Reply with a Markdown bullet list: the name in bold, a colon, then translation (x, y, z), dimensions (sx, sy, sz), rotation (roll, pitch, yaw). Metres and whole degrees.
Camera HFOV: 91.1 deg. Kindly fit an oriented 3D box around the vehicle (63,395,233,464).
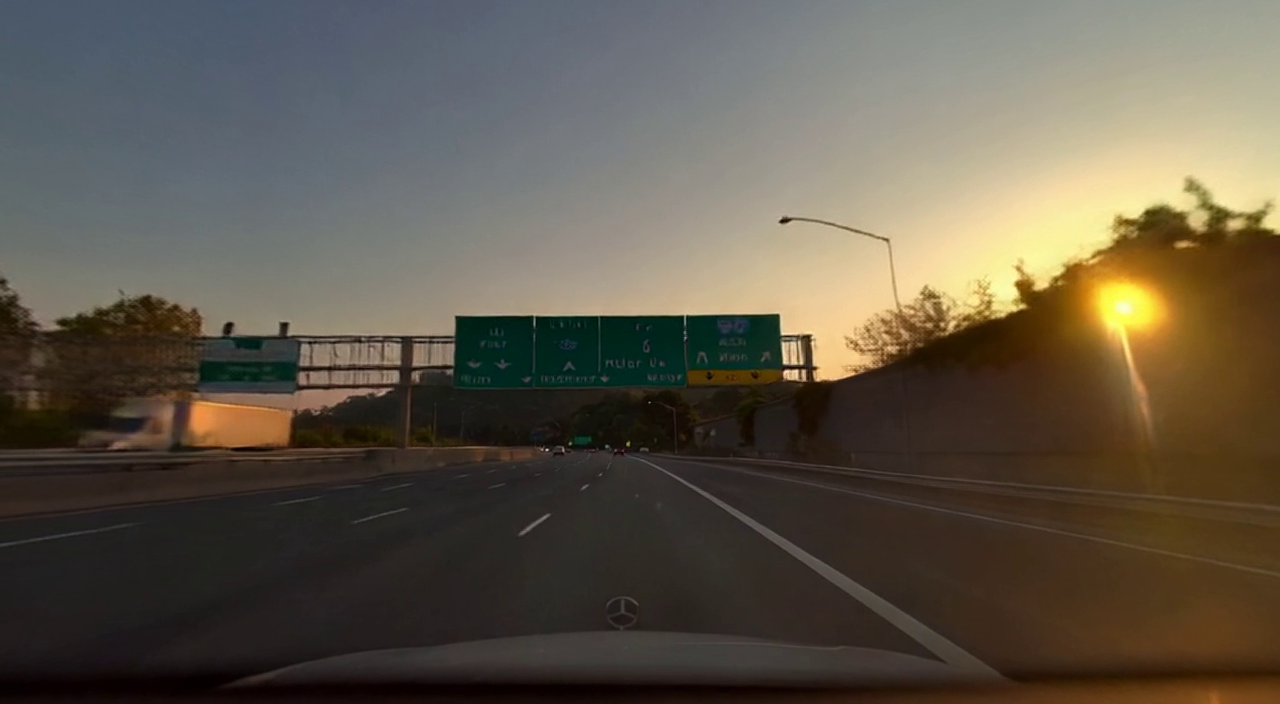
- **vehicle**: translation (-31.824, 5.277, 41.610), dimensions (2.947, 3.997, 10.418), rotation (0, -9, -2)
